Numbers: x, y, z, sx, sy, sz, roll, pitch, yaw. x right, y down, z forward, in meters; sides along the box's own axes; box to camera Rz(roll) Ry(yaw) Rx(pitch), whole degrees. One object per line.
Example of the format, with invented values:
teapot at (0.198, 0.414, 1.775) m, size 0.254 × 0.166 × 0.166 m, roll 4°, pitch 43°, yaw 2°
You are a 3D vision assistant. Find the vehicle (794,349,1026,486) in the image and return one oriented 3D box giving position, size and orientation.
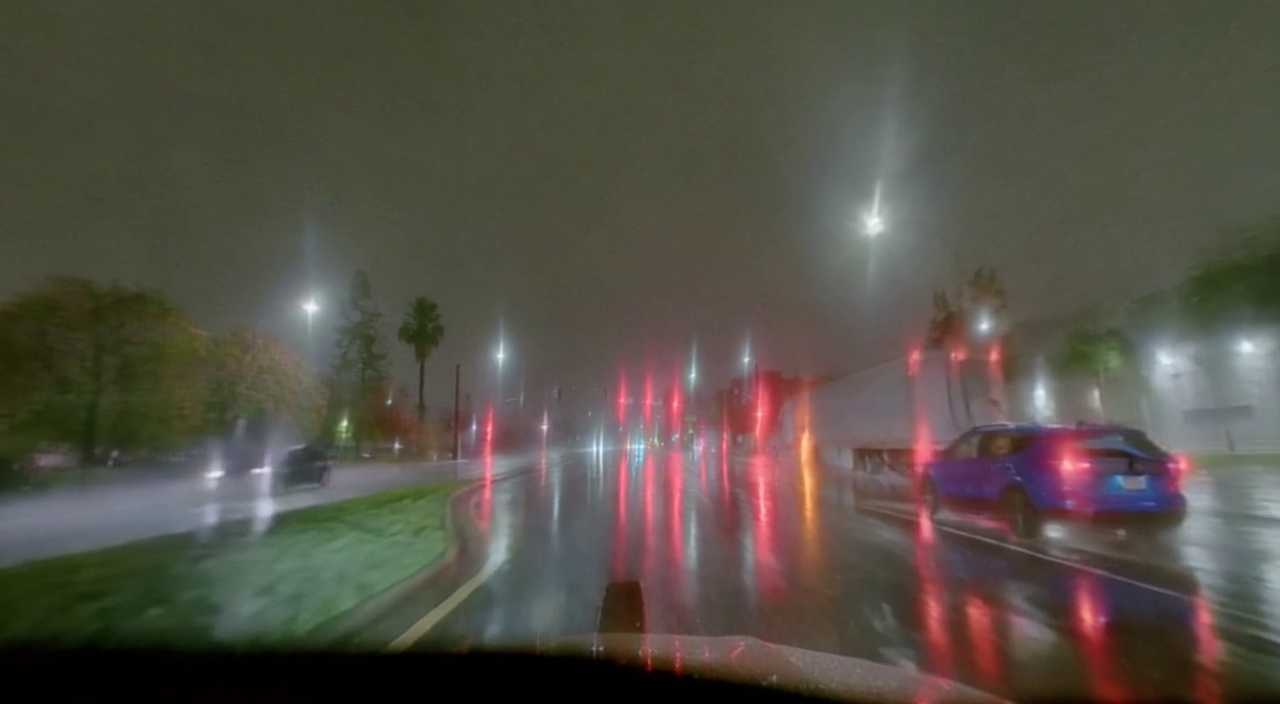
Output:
vehicle at (10.341, 3.218, 27.977) m, size 2.975 × 4.201 × 17.050 m, roll 0°, pitch -8°, yaw 1°

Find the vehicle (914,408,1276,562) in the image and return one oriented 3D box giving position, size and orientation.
vehicle at (6.283, 1.874, 9.672) m, size 2.012 × 1.754 × 4.635 m, roll 0°, pitch -8°, yaw -1°

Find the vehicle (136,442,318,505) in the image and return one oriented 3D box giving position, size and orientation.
vehicle at (-11.231, 3.294, 17.703) m, size 1.954 × 1.496 × 4.590 m, roll 0°, pitch -8°, yaw 1°
